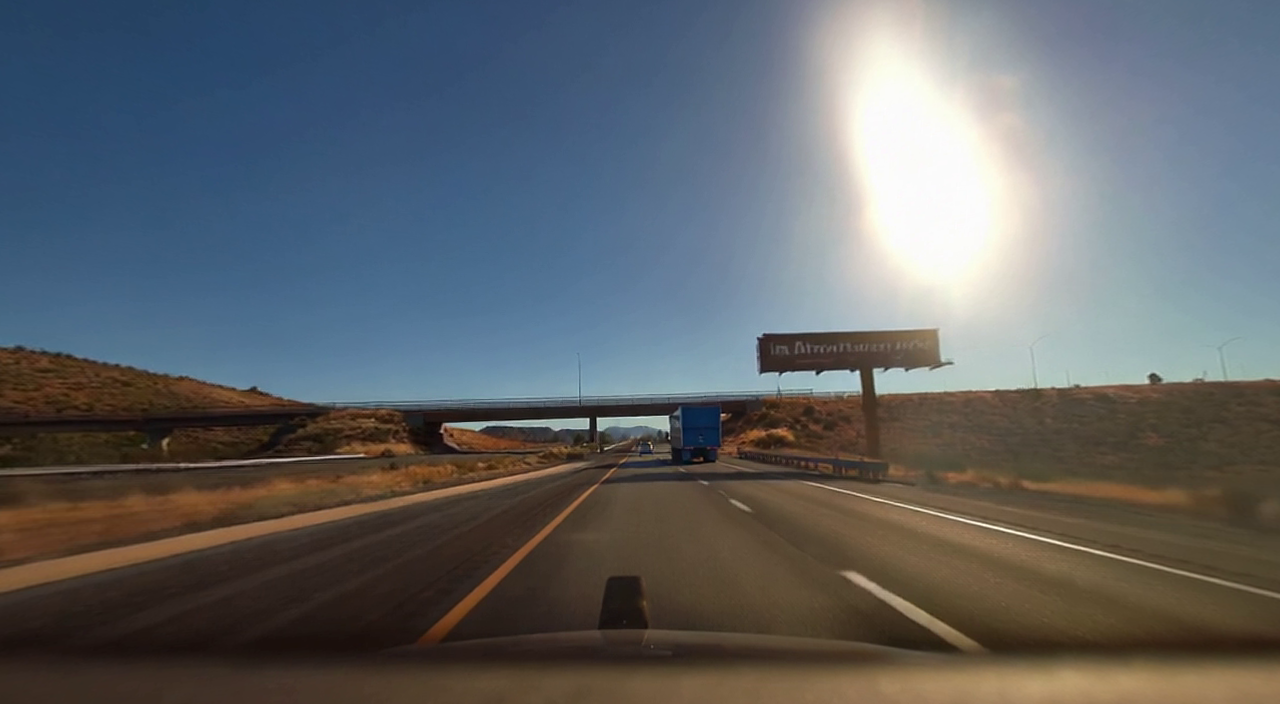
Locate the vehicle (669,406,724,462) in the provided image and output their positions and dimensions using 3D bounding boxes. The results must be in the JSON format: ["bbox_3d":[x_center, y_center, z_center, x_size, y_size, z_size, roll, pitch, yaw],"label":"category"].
[{"bbox_3d":[4.083,6.326,48.027,3.024,3.834,10.128,0,-8,-1],"label":"vehicle"}]
